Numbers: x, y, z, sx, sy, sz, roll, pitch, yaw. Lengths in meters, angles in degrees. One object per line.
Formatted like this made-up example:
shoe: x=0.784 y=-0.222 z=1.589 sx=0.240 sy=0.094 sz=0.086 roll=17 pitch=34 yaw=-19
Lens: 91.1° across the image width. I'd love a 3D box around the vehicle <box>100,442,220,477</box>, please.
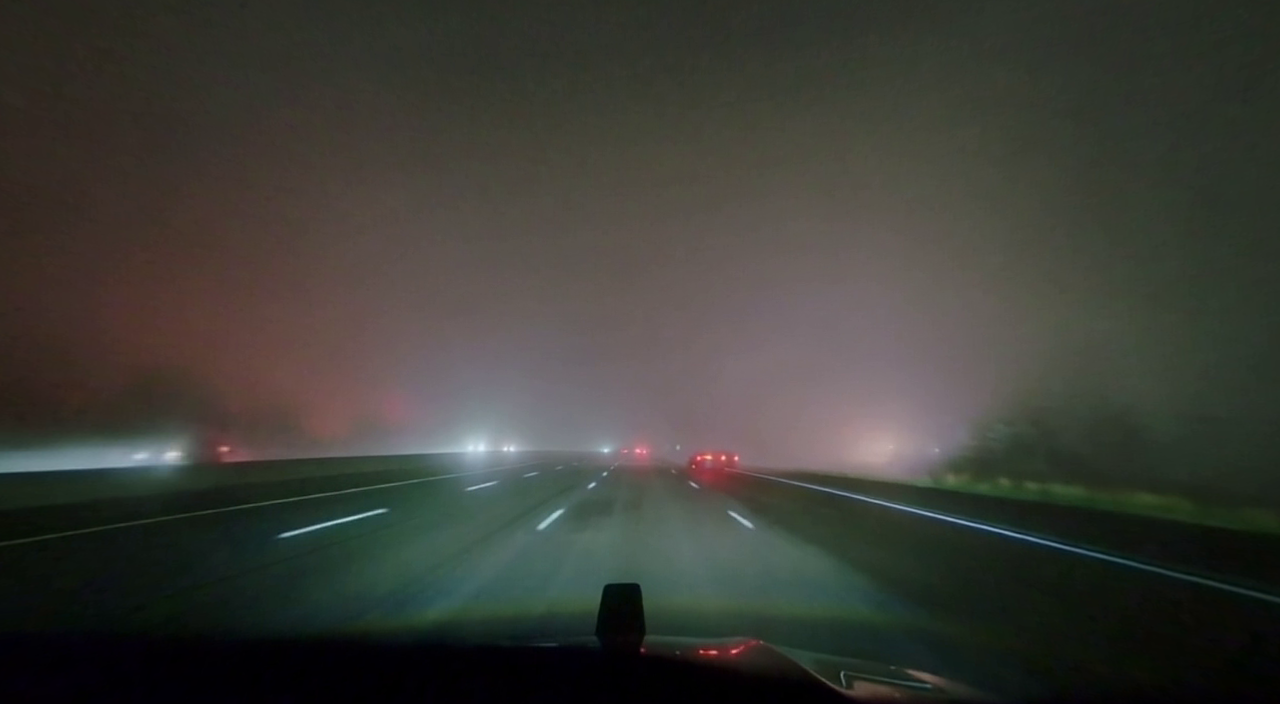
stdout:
vehicle: x=-24.943 y=5.576 z=32.941 sx=2.103 sy=1.669 sz=5.235 roll=0 pitch=-9 yaw=1
